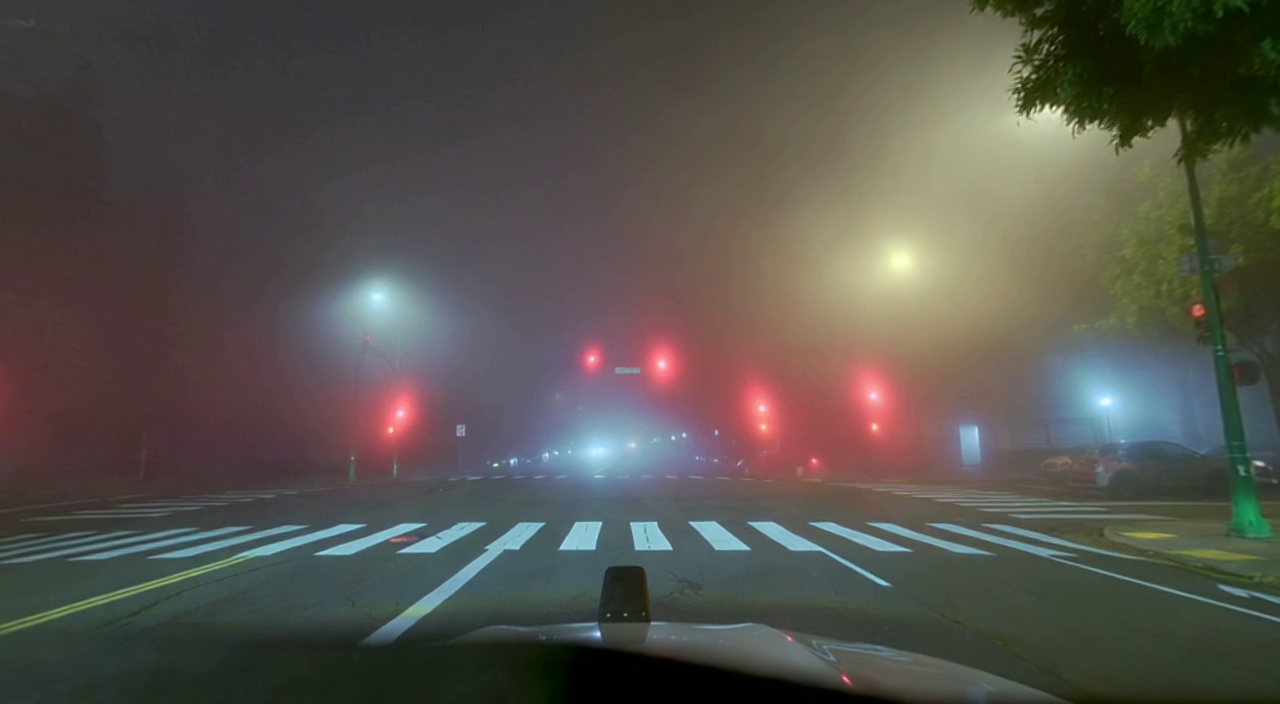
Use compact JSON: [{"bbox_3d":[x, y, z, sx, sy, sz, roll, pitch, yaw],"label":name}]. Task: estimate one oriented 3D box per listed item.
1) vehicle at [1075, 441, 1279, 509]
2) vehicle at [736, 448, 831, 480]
[{"bbox_3d":[12.997,2.787,14.556,4.424,1.436,1.804,-1,-8,5],"label":"vehicle"},{"bbox_3d":[7.367,5.725,32.475,4.368,1.522,1.972,-5,-9,27],"label":"vehicle"}]
